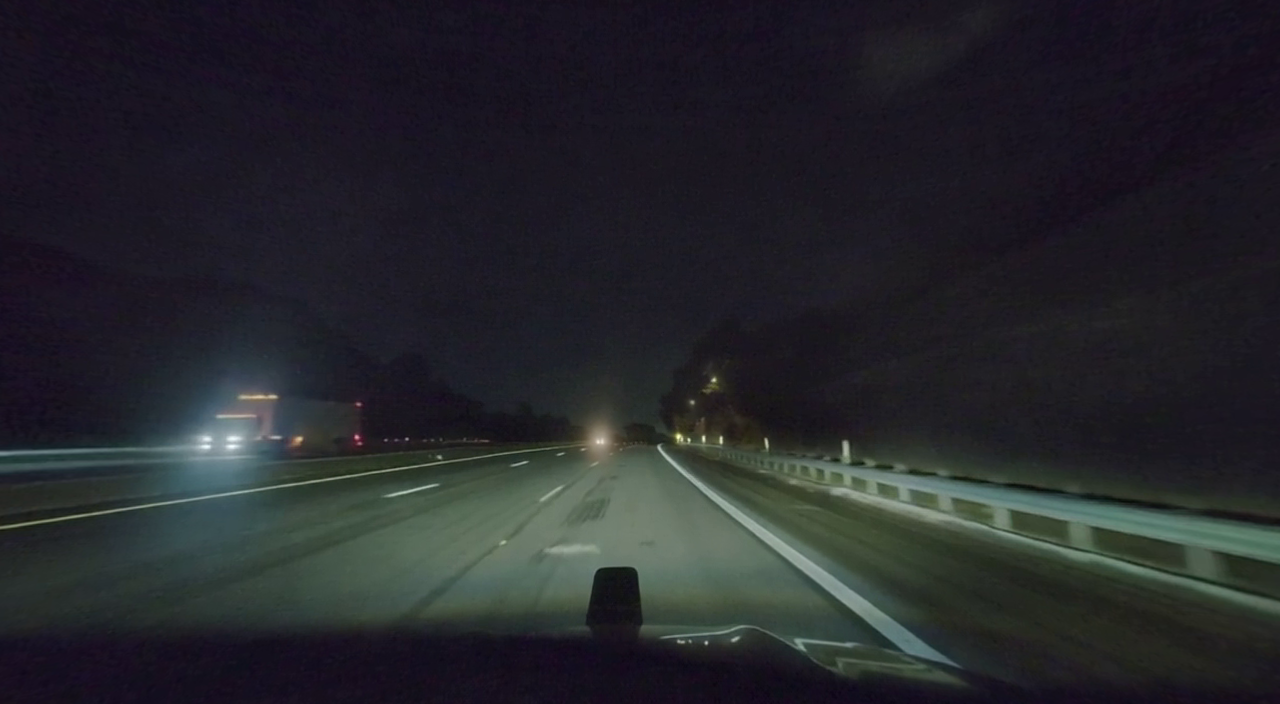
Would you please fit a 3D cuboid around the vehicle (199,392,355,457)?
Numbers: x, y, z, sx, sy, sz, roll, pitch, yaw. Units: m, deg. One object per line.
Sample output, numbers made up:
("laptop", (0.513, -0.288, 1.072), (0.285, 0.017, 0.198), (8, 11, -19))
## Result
("vehicle", (-26.208, 5.535, 46.914), (3.276, 4.074, 14.024), (0, -8, 0))
